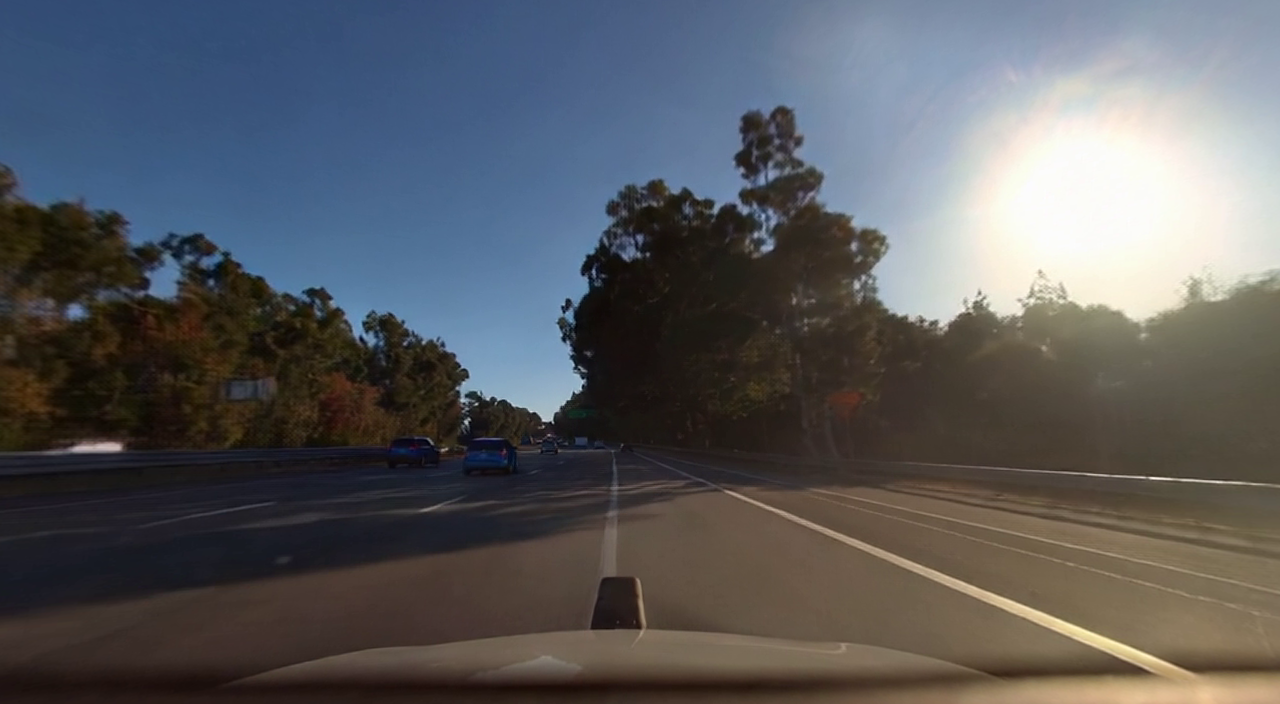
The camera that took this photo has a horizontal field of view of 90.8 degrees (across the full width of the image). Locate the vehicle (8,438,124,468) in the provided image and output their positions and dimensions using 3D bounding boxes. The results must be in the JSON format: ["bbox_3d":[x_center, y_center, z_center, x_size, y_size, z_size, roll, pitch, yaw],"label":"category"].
[{"bbox_3d":[-31.550,5.580,34.958,1.905,1.506,4.931,0,-9,-2],"label":"vehicle"}]

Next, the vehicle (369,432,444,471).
[{"bbox_3d":[-11.141,4.813,30.502,2.016,1.711,4.365,0,-9,-1],"label":"vehicle"}]

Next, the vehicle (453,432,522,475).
[{"bbox_3d":[-6.809,4.596,28.771,2.146,1.766,4.502,0,-9,-2],"label":"vehicle"}]
